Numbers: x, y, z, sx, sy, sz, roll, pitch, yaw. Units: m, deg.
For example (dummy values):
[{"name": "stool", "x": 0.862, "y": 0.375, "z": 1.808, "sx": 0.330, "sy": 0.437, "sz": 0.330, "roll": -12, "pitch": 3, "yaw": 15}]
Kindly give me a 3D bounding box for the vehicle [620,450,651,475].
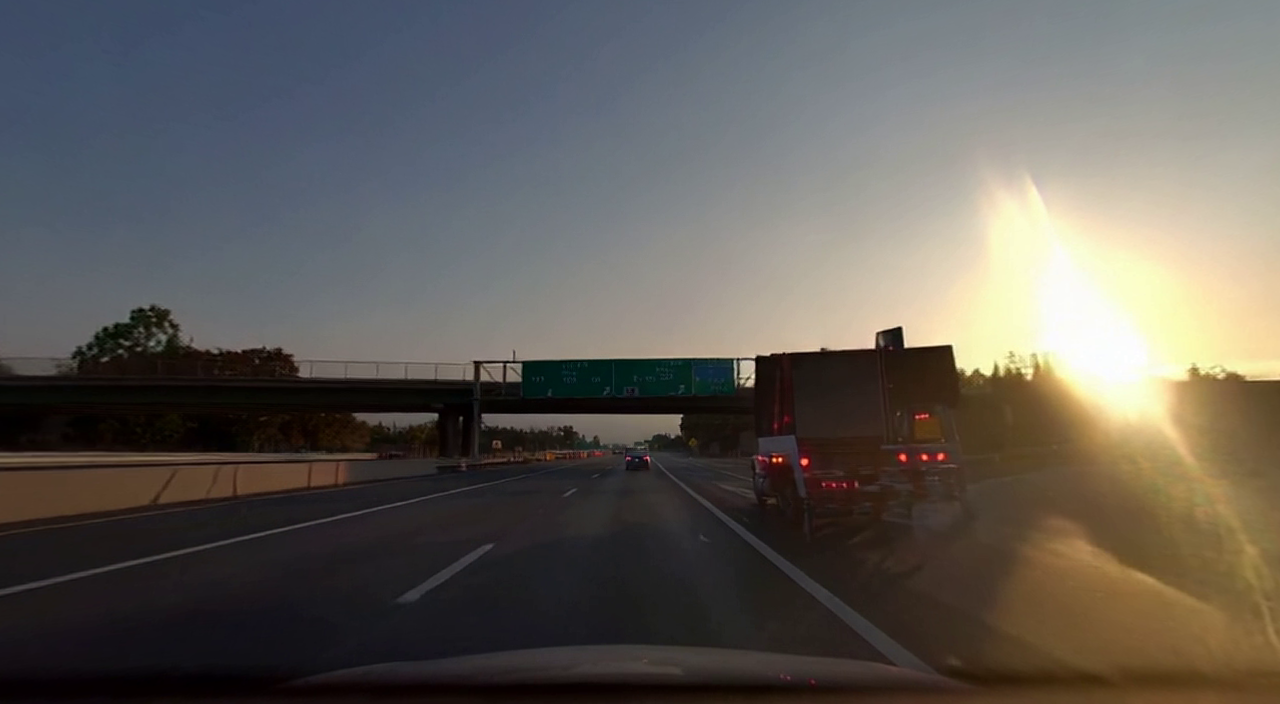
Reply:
[{"name": "vehicle", "x": -0.212, "y": 6.591, "z": 37.752, "sx": 1.695, "sy": 1.437, "sz": 3.506, "roll": 0, "pitch": -9, "yaw": 2}]
